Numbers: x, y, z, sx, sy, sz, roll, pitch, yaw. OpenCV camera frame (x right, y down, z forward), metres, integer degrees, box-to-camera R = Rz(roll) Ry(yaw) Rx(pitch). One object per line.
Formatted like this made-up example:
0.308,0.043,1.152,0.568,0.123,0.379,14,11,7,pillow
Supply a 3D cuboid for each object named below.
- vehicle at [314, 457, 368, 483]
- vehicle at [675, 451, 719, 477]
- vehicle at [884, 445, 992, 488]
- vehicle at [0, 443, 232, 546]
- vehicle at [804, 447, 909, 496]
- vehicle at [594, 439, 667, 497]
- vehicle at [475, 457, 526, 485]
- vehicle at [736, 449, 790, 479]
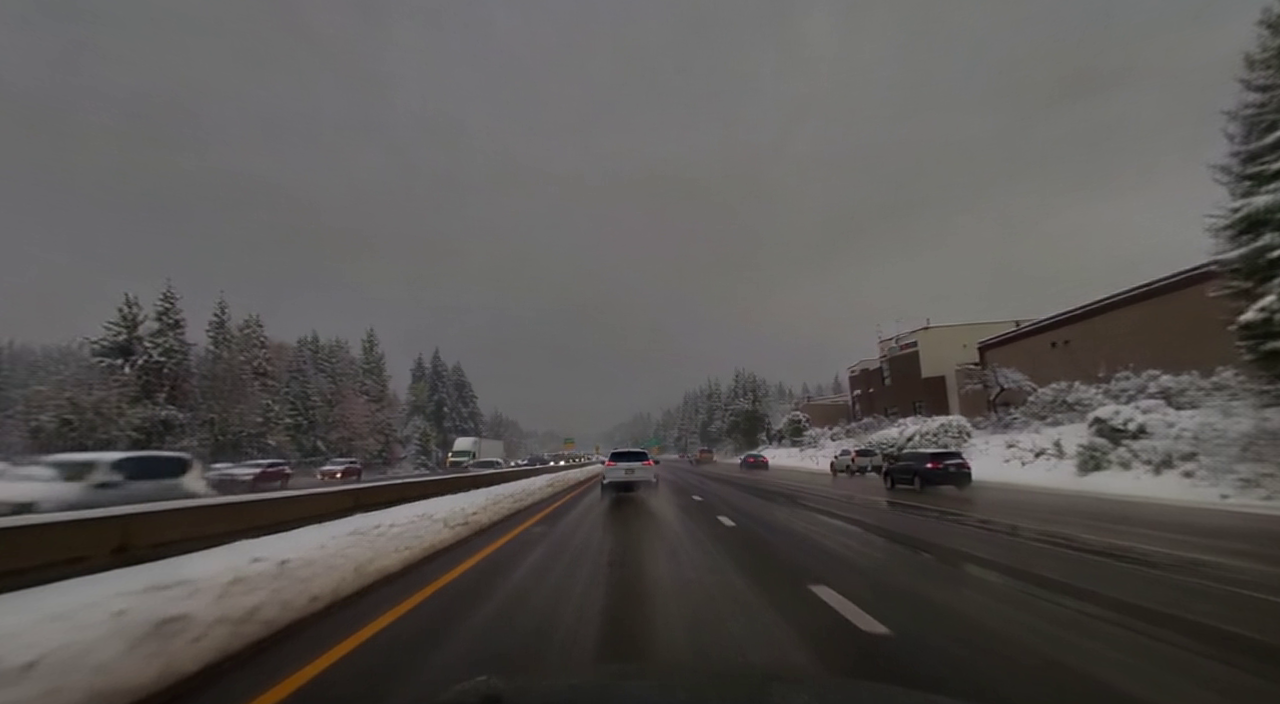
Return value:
-21.744,8.597,46.143,1.889,1.708,4.301,0,-9,-1,vehicle
3.370,6.720,38.162,2.115,1.481,3.968,0,-9,-2,vehicle
11.331,4.360,24.431,1.901,1.485,4.483,0,-9,-1,vehicle
-10.982,2.799,13.198,1.955,1.758,4.486,0,-9,-1,vehicle
7.144,3.949,21.349,1.958,1.473,4.201,0,-9,-2,vehicle
-0.329,3.992,22.143,2.298,1.809,4.359,0,-9,-1,vehicle
-8.155,6.967,37.329,1.937,1.477,4.561,0,-9,1,vehicle
6.677,6.119,34.776,1.934,1.461,4.368,0,-9,-3,vehicle
